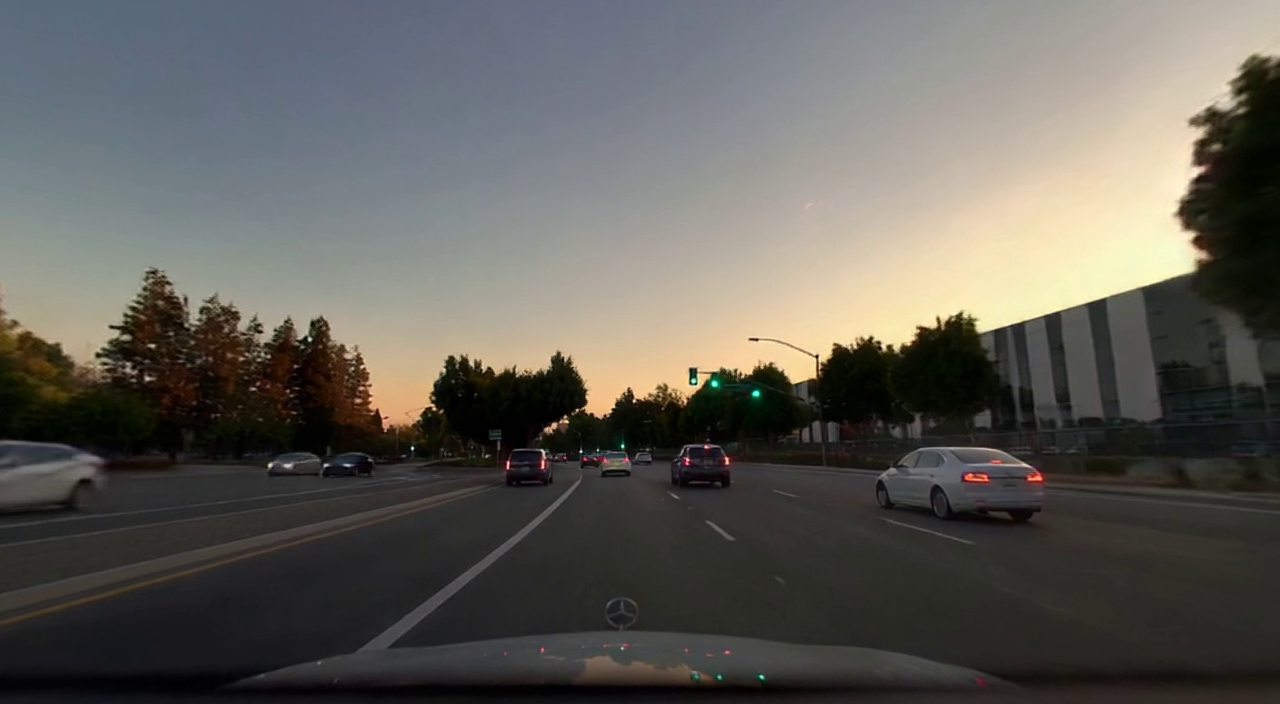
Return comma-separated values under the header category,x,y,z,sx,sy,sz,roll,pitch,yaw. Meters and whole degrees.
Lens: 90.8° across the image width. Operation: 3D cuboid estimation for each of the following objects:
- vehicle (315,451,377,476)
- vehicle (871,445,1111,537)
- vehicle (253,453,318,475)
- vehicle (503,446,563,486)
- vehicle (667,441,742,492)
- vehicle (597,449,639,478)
category,x,y,z,sx,sy,sz,roll,pitch,yaw
vehicle,-19.310,7.305,41.716,1.918,1.469,4.780,0,-9,-2
vehicle,6.281,2.489,12.044,1.945,1.408,4.288,0,-9,-3
vehicle,-25.606,8.063,45.806,2.016,1.475,4.706,0,-9,0
vehicle,-4.744,5.099,28.576,2.172,1.671,4.175,0,-9,-3
vehicle,2.333,4.287,24.041,2.161,1.716,4.194,1,-9,-4
vehicle,-1.312,6.231,35.472,2.155,1.486,4.403,1,-9,-4
